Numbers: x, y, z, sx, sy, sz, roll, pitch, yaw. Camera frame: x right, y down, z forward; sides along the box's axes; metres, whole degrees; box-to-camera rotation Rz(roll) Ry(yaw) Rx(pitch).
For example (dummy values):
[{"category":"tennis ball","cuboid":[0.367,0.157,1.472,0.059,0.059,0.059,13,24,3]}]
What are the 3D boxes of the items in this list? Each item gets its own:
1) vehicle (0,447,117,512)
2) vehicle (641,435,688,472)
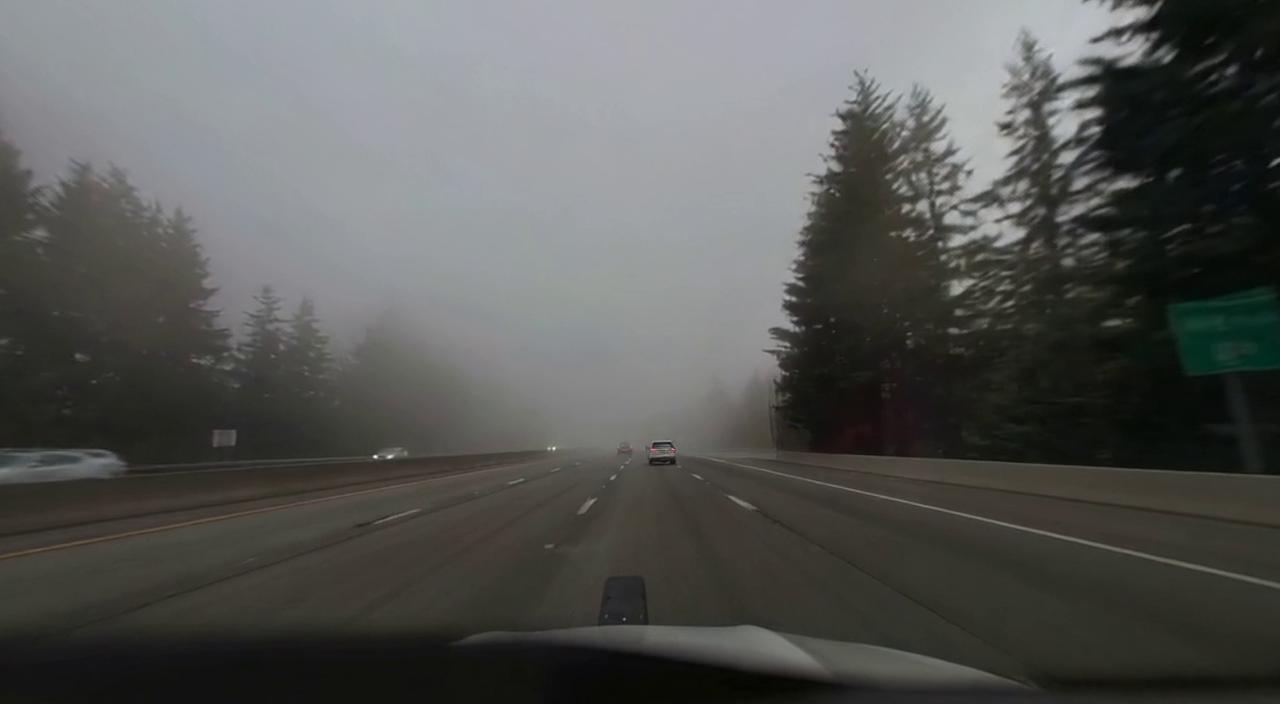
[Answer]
[{"category":"vehicle","cuboid":[-21.128,4.131,20.744,2.588,1.981,6.134,0,-8,0]},{"category":"vehicle","cuboid":[1.230,5.378,33.592,2.260,1.766,4.348,0,-8,-1]}]
